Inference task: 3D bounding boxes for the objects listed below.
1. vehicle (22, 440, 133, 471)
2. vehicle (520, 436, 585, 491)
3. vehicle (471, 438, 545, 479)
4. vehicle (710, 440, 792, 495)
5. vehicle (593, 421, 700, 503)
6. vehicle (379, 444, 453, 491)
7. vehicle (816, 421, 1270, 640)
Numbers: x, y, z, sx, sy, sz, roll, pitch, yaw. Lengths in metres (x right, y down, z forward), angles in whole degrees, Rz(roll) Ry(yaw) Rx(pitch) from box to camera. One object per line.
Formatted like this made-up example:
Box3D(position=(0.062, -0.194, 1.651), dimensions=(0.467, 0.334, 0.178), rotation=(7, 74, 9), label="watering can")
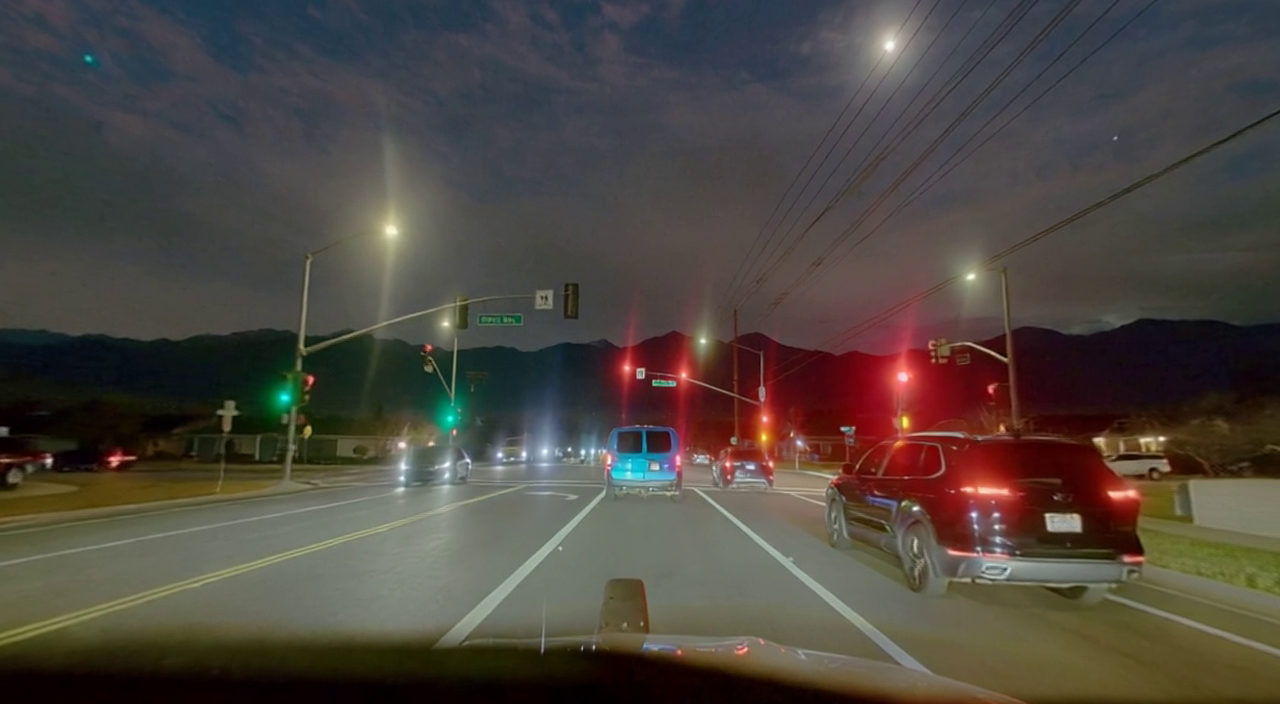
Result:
Box3D(position=(-32.055, 5.904, 36.024), dimensions=(4.428, 1.738, 1.886), rotation=(0, -8, -1), label="vehicle")
Box3D(position=(-3.037, 3.965, 22.828), dimensions=(2.059, 1.749, 4.458), rotation=(1, -8, -5), label="vehicle")
Box3D(position=(-6.703, 5.286, 31.725), dimensions=(1.999, 1.864, 4.530), rotation=(6, -10, -34), label="vehicle")
Box3D(position=(3.620, 3.836, 21.393), dimensions=(1.957, 1.646, 4.355), rotation=(0, -8, 0), label="vehicle")
Box3D(position=(0.193, 3.094, 18.237), dimensions=(2.636, 2.011, 5.130), rotation=(0, -8, 1), label="vehicle")
Box3D(position=(-8.531, 4.268, 23.773), dimensions=(2.005, 1.533, 4.644), rotation=(4, -9, -26), label="vehicle")
Box3D(position=(3.767, 1.714, 7.279), dimensions=(2.155, 1.658, 4.721), rotation=(0, -8, 1), label="vehicle")
